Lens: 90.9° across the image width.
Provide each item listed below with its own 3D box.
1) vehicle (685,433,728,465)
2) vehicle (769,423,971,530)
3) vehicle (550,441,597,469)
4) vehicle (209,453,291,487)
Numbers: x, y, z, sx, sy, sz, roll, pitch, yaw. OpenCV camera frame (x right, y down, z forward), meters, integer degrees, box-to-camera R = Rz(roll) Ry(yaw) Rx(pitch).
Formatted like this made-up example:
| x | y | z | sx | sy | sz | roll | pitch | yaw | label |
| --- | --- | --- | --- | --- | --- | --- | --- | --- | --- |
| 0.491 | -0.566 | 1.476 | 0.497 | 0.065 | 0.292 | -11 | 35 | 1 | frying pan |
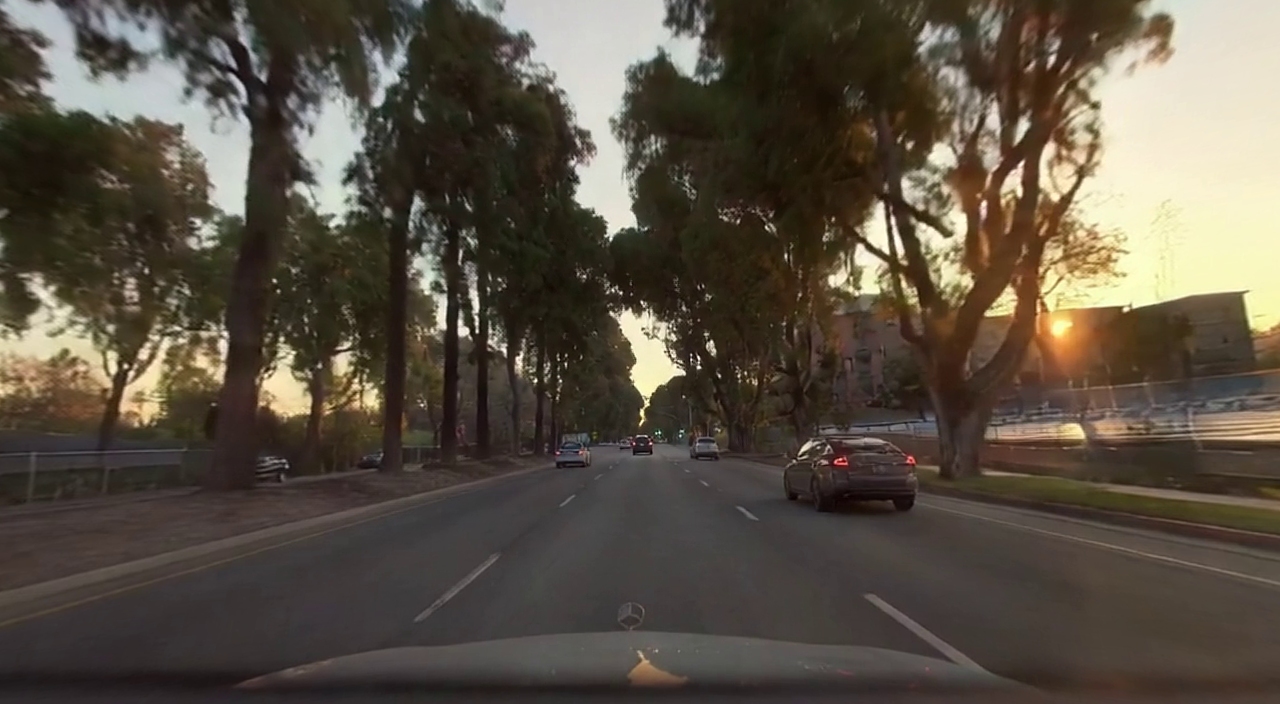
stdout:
| x | y | z | sx | sy | sz | roll | pitch | yaw | label |
| --- | --- | --- | --- | --- | --- | --- | --- | --- | --- |
| 3.815 | 5.683 | 37.028 | 1.980 | 1.709 | 4.367 | 0 | -8 | -1 | vehicle |
| 3.700 | 2.078 | 11.091 | 1.919 | 1.502 | 4.232 | 0 | -8 | -1 | vehicle |
| -3.460 | 5.447 | 33.503 | 2.013 | 1.354 | 3.908 | 0 | -8 | 1 | vehicle |
| -22.578 | 6.797 | 36.718 | 1.959 | 1.733 | 4.681 | 0 | -8 | -3 | vehicle |
